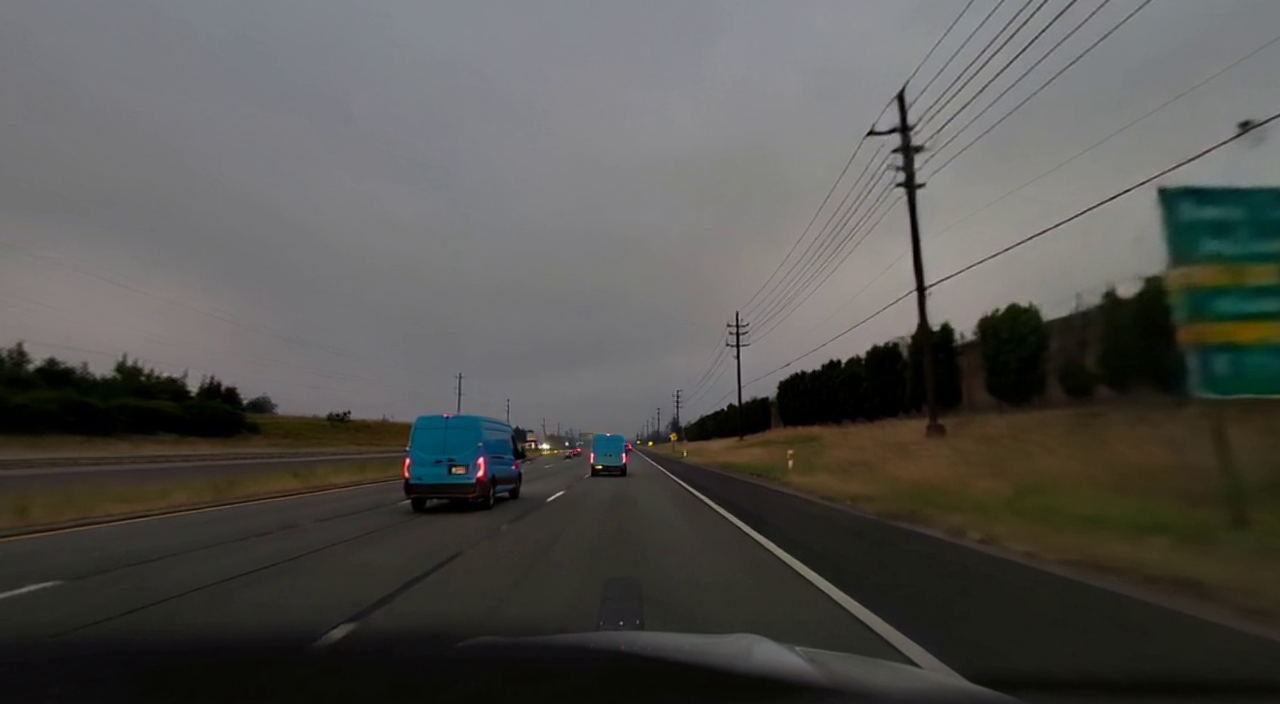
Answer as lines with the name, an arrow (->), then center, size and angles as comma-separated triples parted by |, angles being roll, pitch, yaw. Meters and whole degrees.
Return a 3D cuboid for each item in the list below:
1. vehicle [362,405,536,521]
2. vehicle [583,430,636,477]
vehicle -> -3.760, 2.331, 13.602 | 2.145, 2.010, 4.980 | 0, -9, 0
vehicle -> -1.335, 4.831, 30.096 | 2.197, 2.011, 5.130 | 0, -9, 1
